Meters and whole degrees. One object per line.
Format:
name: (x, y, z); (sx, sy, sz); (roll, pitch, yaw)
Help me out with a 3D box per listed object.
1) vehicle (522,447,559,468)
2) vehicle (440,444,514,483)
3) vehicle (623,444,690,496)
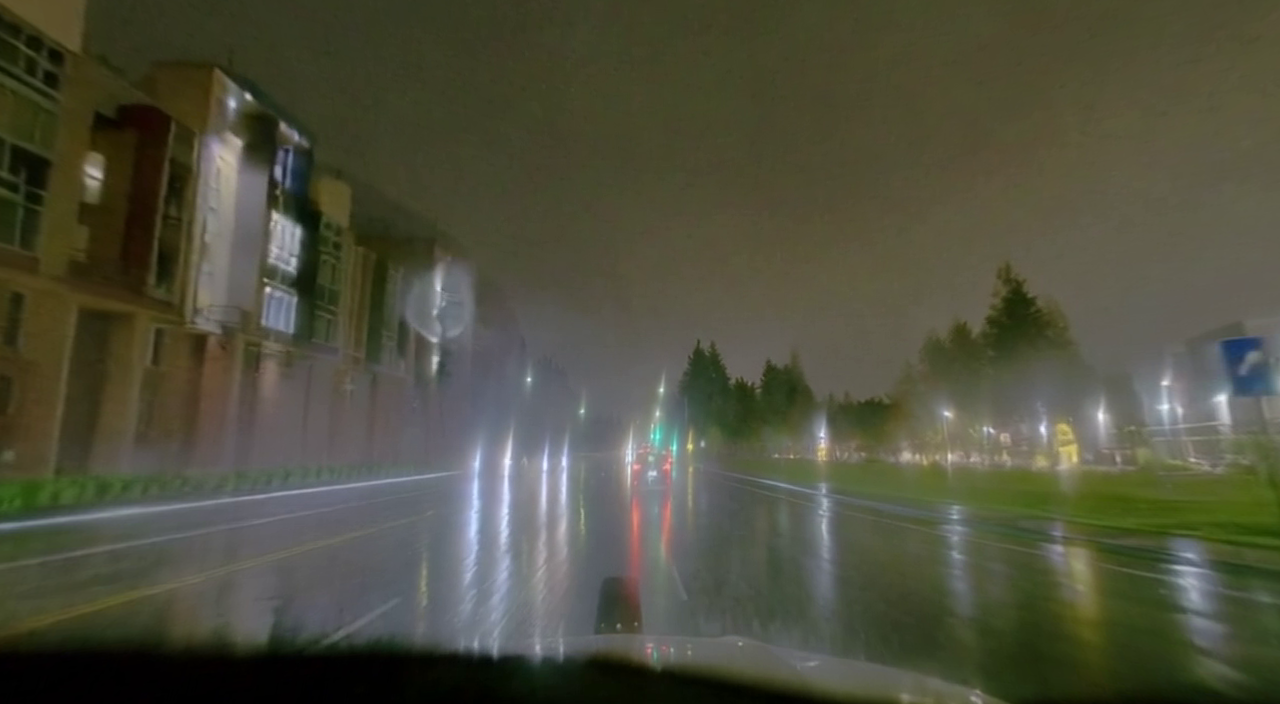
vehicle: (-7.645, 8.148, 48.650); (1.988, 1.510, 4.722); (-1, -9, 1)
vehicle: (-7.952, 5.483, 31.168); (2.171, 1.757, 4.706); (-1, -9, 4)
vehicle: (0.441, 3.850, 20.767); (2.014, 1.525, 3.670); (0, -9, -2)
